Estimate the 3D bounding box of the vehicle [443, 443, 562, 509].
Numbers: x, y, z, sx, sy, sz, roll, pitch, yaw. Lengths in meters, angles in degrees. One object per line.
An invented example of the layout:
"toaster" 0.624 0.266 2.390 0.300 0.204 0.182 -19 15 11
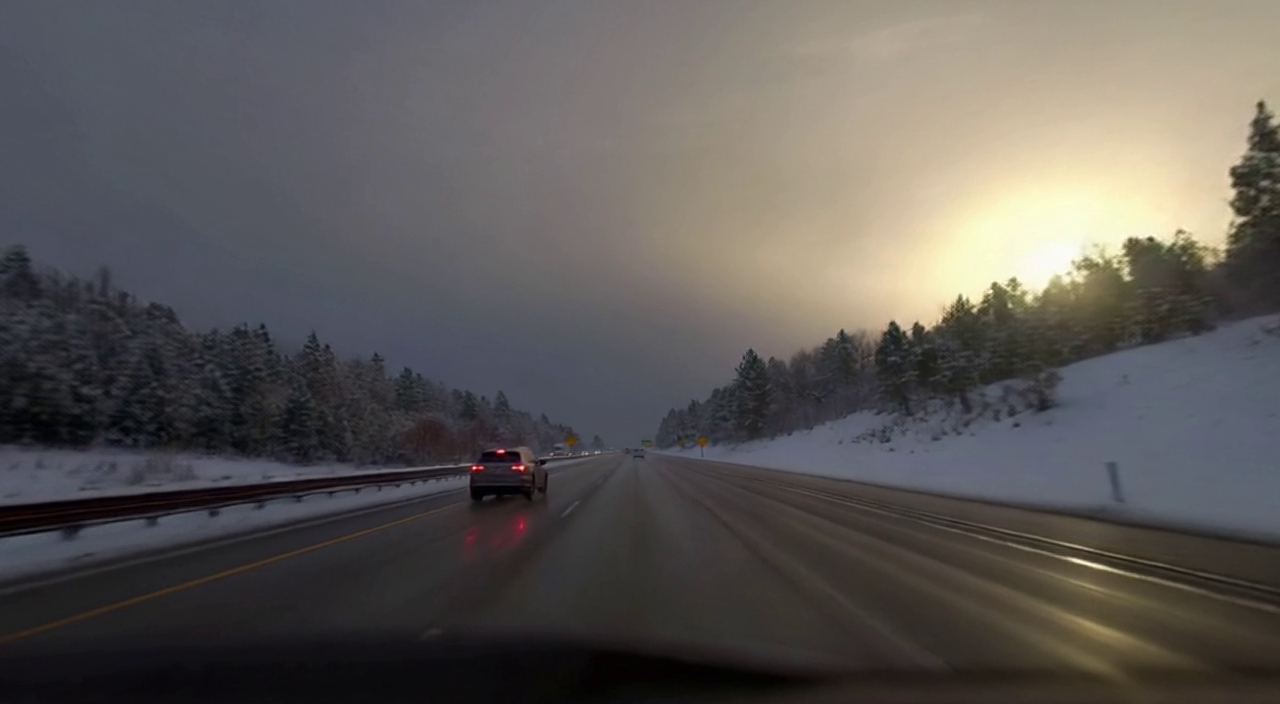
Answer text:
"vehicle" -3.424 3.202 16.715 2.054 1.475 4.708 0 -9 0
